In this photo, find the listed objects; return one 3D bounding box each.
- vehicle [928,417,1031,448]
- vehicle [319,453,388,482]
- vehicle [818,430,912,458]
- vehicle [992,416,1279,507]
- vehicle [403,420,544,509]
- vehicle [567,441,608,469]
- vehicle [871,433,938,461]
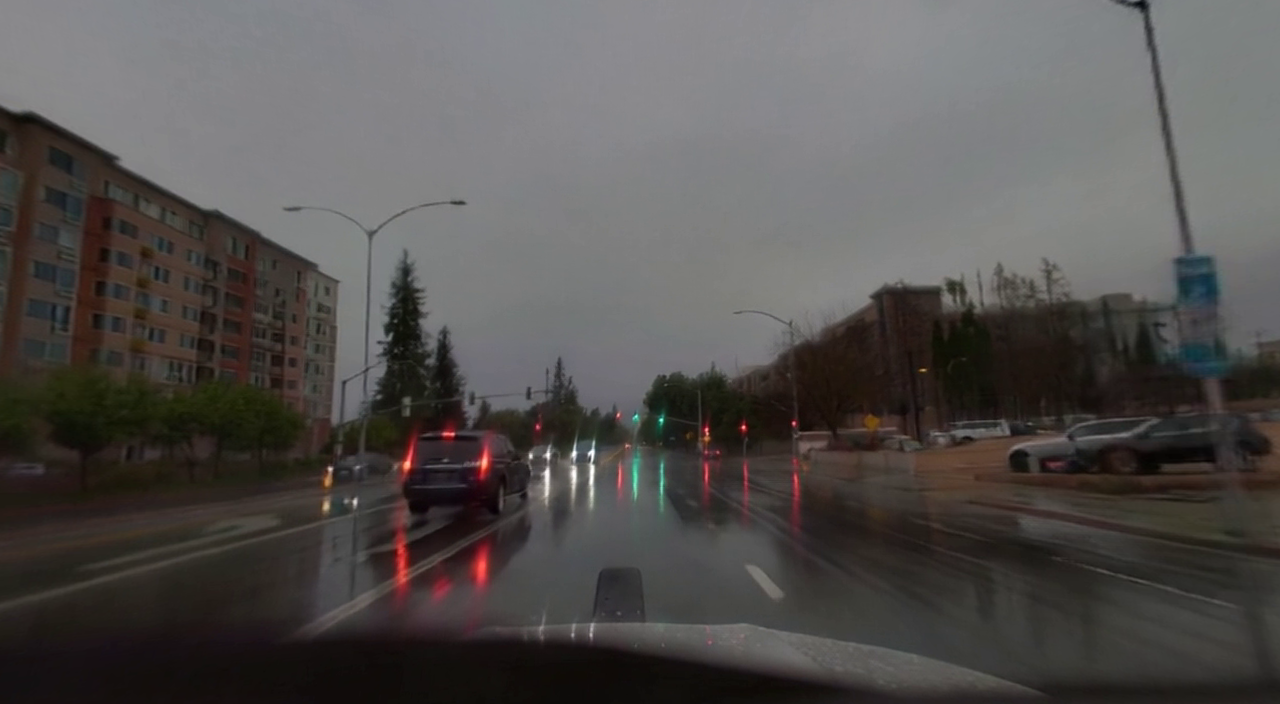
[{"bbox_3d":[23.198,5.556,43.373,5.656,1.985,2.187,-1,-9,3],"label":"vehicle"},{"bbox_3d":[-15.977,6.436,35.514,1.835,1.448,4.208,-1,-9,1],"label":"vehicle"},{"bbox_3d":[15.667,6.432,44.232,5.618,1.857,2.296,0,-9,-2],"label":"vehicle"},{"bbox_3d":[10.453,2.348,13.724,4.399,1.722,2.202,-3,-9,16],"label":"vehicle"},{"bbox_3d":[-3.963,2.795,16.107,2.220,1.888,4.904,0,-9,0],"label":"vehicle"},{"bbox_3d":[-3.424,6.800,41.897,2.180,1.699,4.485,-1,-9,2],"label":"vehicle"},{"bbox_3d":[14.811,5.366,35.653,1.865,1.425,4.439,0,-9,0],"label":"vehicle"}]
